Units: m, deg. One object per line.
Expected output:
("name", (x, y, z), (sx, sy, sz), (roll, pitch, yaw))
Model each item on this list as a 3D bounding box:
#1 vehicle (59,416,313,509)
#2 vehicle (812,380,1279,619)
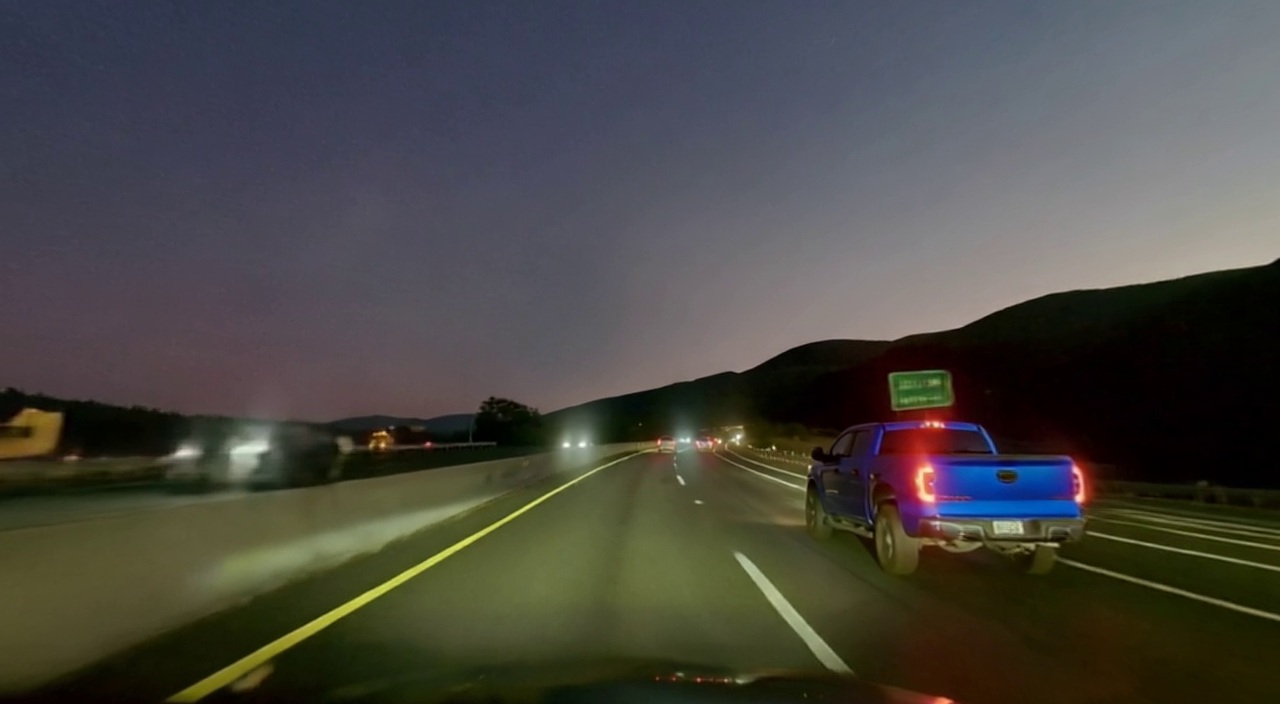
("vehicle", (-11.006, 2.729, 16.130), (2.173, 1.932, 5.712), (0, -8, 1))
("vehicle", (3.662, 1.420, 7.051), (2.151, 1.744, 4.709), (0, -8, 0))
